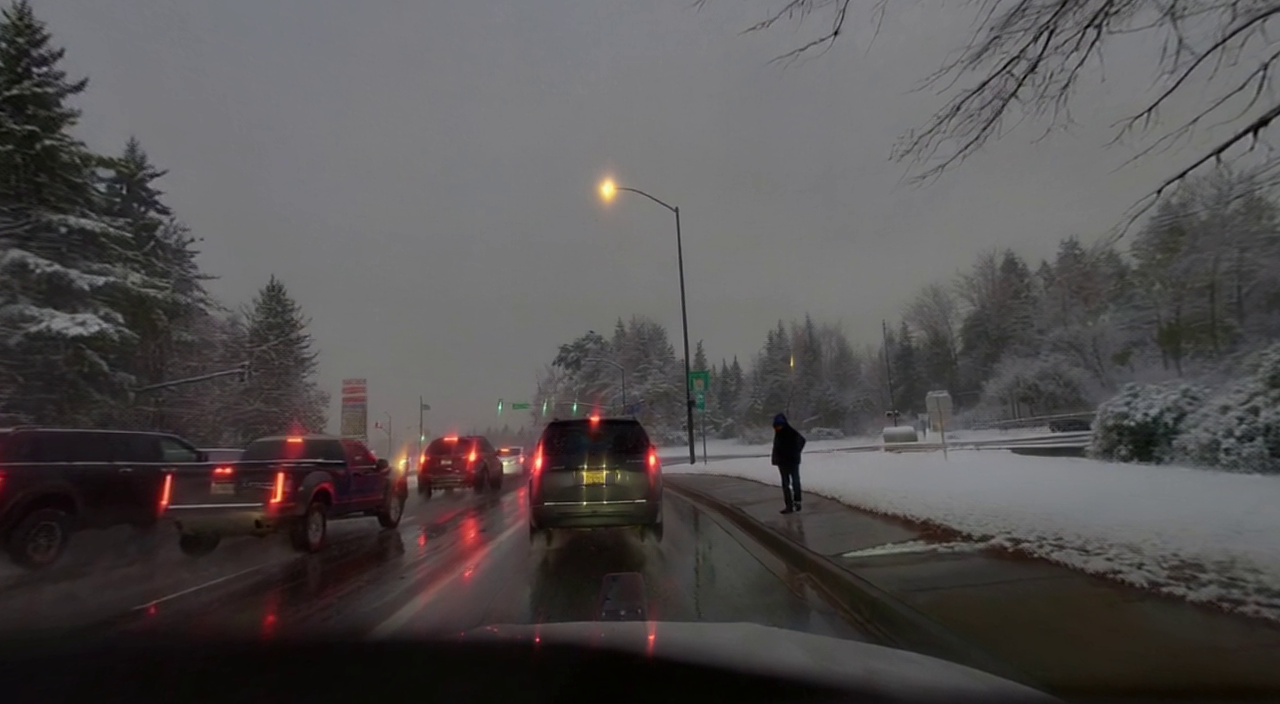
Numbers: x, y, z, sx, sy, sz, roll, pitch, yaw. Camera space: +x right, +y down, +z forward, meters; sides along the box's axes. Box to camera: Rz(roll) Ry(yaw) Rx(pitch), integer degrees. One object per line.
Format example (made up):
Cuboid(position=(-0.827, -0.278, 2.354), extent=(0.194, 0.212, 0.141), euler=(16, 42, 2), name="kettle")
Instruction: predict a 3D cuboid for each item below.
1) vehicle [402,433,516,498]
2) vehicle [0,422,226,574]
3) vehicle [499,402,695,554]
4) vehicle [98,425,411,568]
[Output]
Cuboid(position=(-5.463, 3.490, 19.807), extent=(2.188, 1.774, 4.477), euler=(0, -9, 0), name="vehicle")
Cuboid(position=(-8.802, 2.048, 9.459), extent=(2.013, 1.826, 4.592), euler=(0, -9, 1), name="vehicle")
Cuboid(position=(-0.579, 1.845, 9.866), extent=(2.368, 1.829, 4.293), euler=(0, -9, -2), name="vehicle")
Cuboid(position=(-5.405, 2.061, 9.802), extent=(2.010, 1.674, 4.484), euler=(0, -9, 0), name="vehicle")
